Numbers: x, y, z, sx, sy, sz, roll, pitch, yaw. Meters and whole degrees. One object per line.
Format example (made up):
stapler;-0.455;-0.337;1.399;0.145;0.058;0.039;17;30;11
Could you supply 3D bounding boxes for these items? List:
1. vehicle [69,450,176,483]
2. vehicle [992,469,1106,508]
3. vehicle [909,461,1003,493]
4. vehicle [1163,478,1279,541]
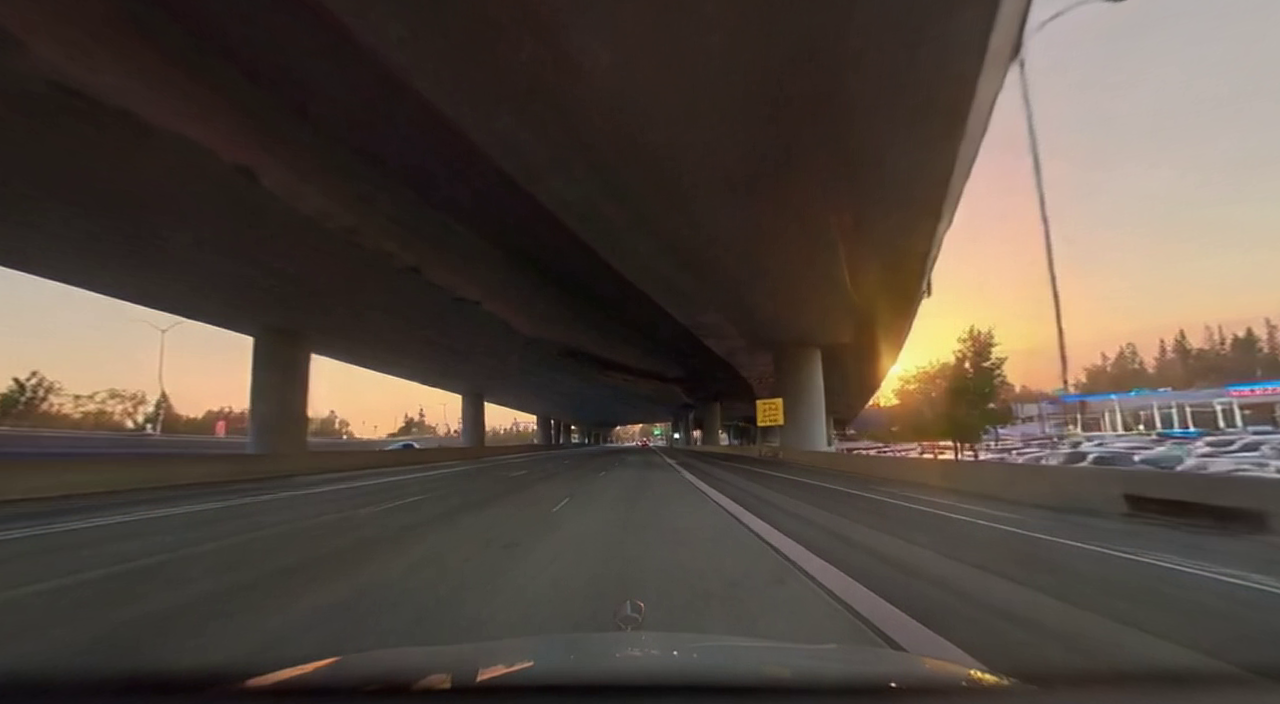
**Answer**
vehicle;-24.789;5.478;30.407;1.735;1.428;4.003;0;-8;1
vehicle;15.905;5.318;24.631;3.323;1.358;1.599;0;-8;-3
vehicle;16.262;6.461;32.596;3.909;1.410;1.657;-1;-7;-1
vehicle;16.342;4.130;16.705;3.313;1.353;1.630;-4;-9;5
